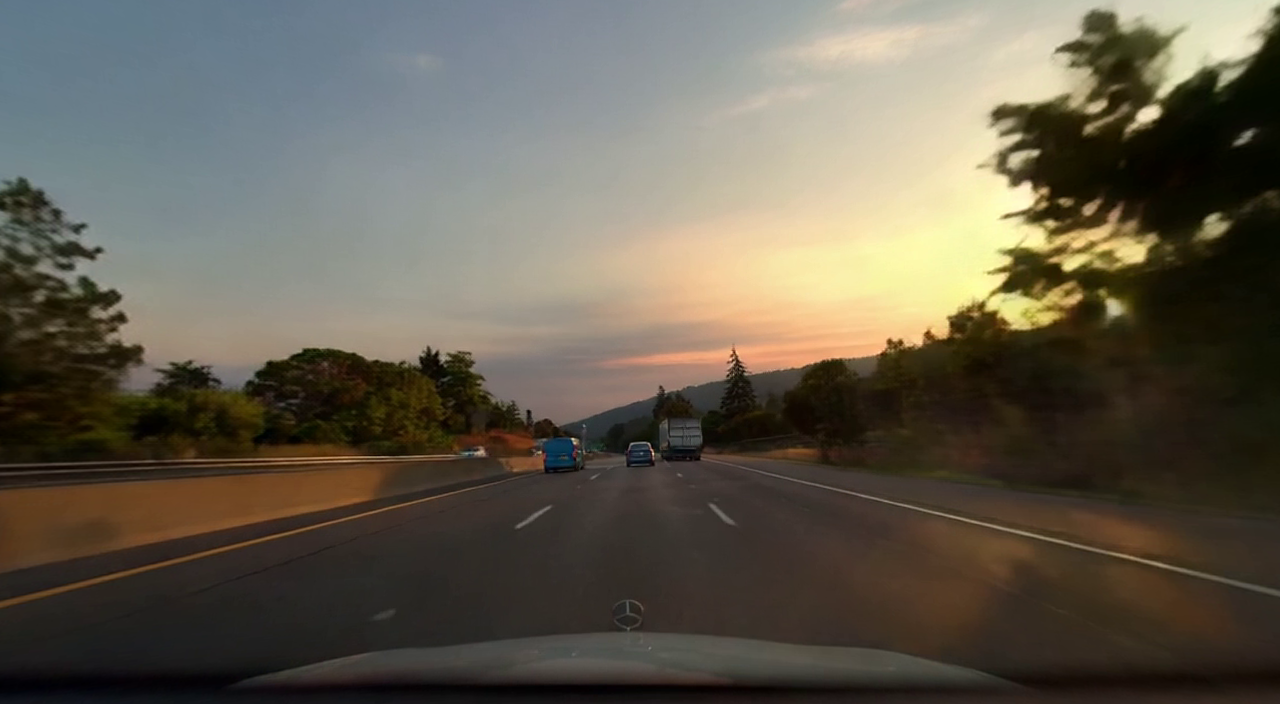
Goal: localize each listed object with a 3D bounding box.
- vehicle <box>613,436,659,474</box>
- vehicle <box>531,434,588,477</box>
[{"bbox_3d":[-0.202,5.375,32.880,2.209,1.825,4.036,-1,-9,0],"label":"vehicle"},{"bbox_3d":[-4.009,5.262,32.247,2.167,1.991,5.062,-1,-9,1],"label":"vehicle"}]
